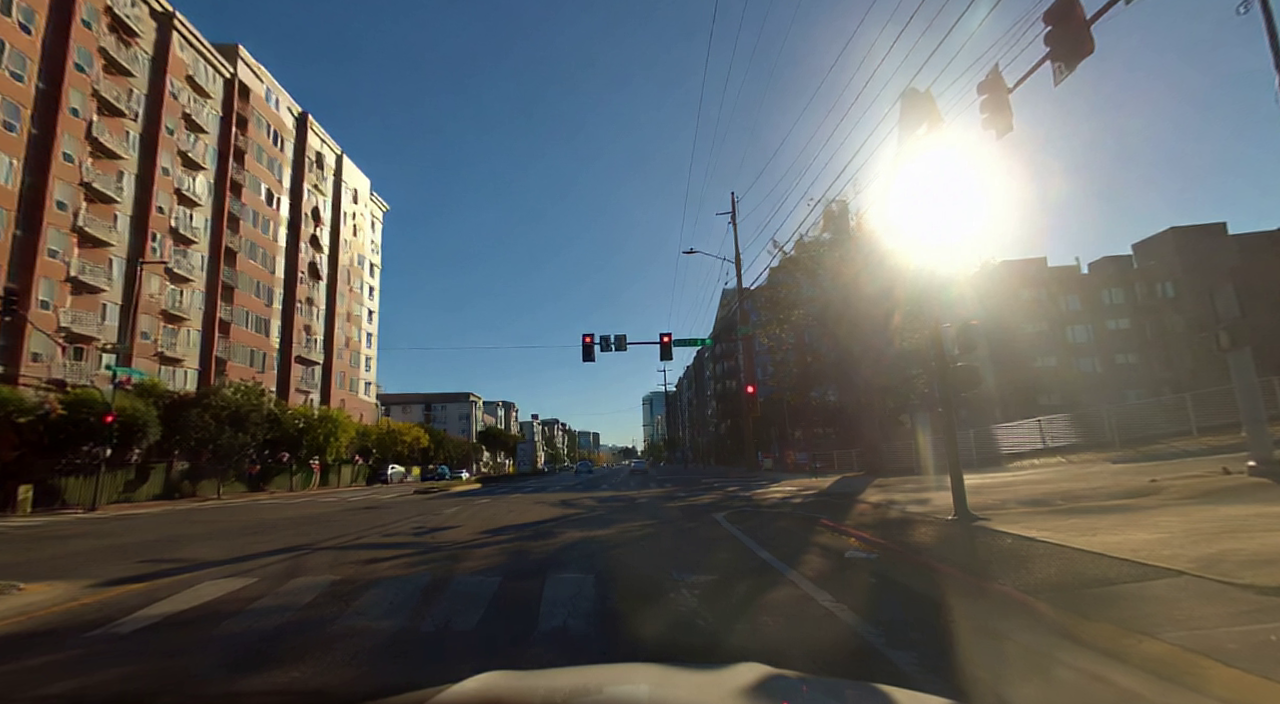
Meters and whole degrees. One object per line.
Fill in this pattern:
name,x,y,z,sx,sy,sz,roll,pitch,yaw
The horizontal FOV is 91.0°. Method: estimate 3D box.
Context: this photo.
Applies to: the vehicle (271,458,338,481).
vehicle,-24.612,8.659,46.312,3.882,1.600,1.768,0,-9,2
